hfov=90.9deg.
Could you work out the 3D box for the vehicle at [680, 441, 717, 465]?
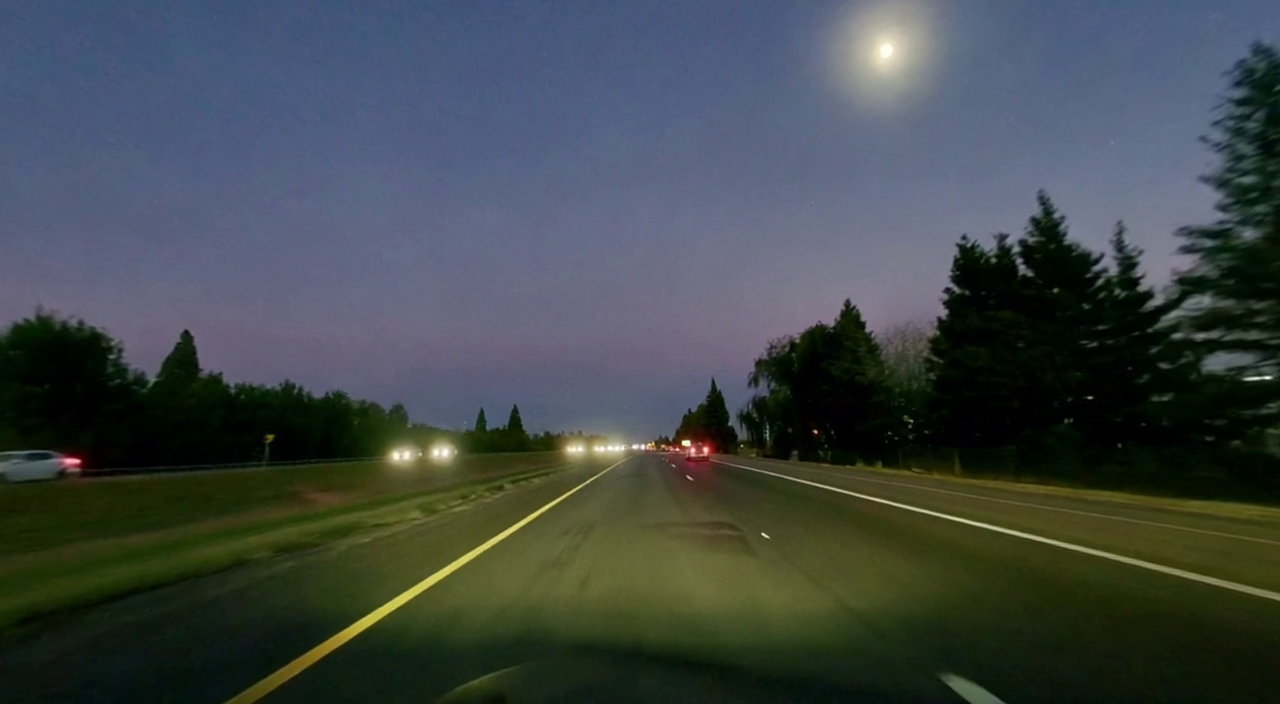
[{"bbox_3d":[3.894,6.829,42.903,2.062,1.518,4.026,0,-8,-1],"label":"vehicle"}]
